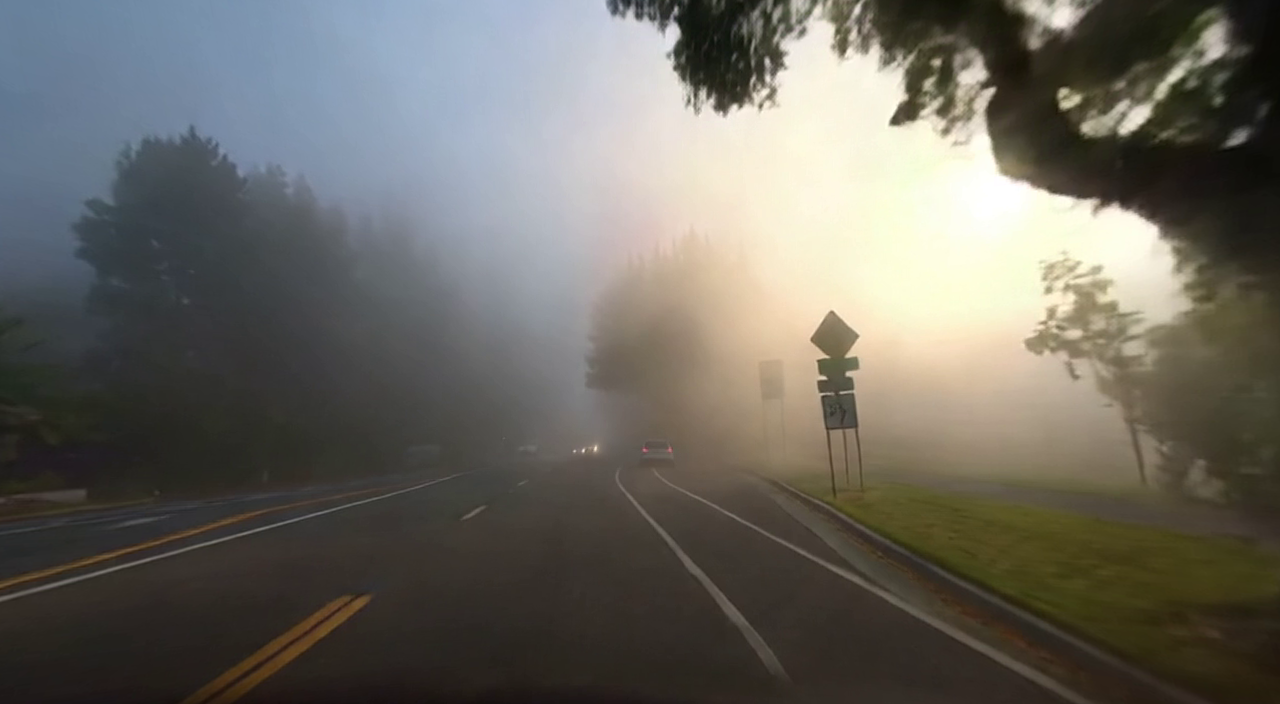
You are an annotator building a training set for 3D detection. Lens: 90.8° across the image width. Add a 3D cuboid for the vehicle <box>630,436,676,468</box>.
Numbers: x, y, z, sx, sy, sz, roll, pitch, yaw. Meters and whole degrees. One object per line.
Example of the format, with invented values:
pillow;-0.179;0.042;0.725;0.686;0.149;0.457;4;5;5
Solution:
vehicle;0.646;4.866;31.132;2.111;1.466;4.223;0;-7;1
